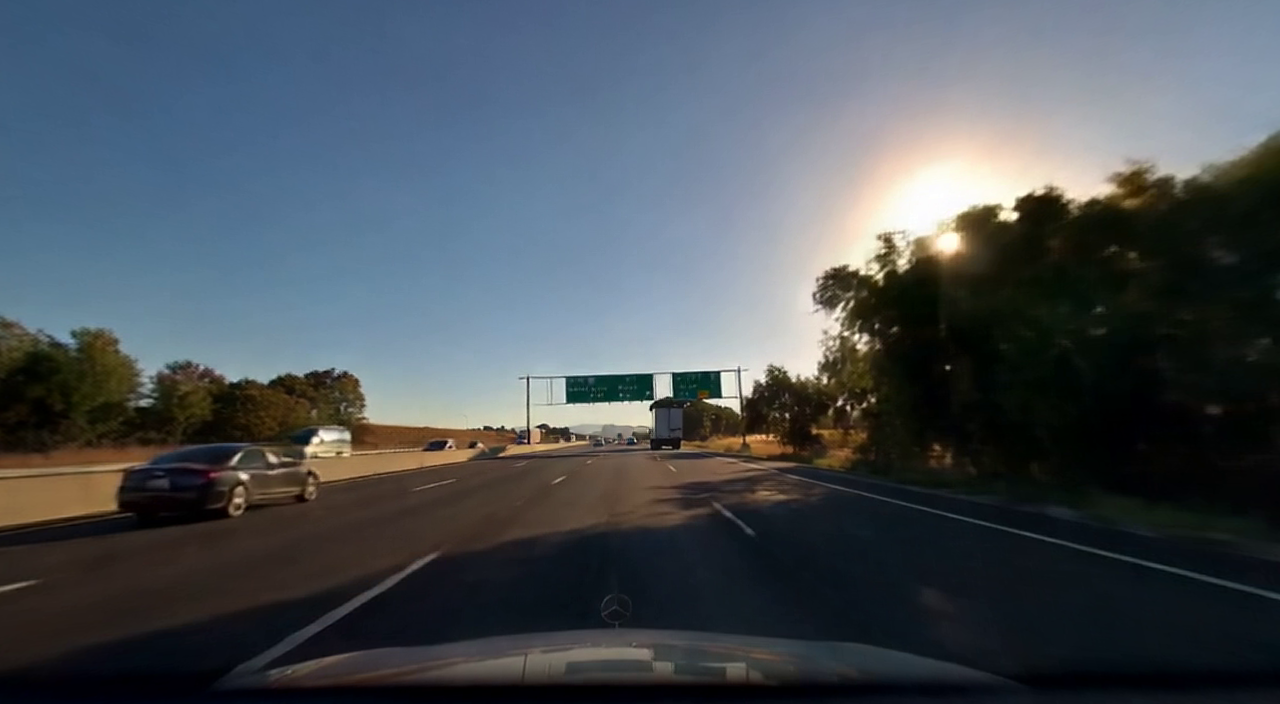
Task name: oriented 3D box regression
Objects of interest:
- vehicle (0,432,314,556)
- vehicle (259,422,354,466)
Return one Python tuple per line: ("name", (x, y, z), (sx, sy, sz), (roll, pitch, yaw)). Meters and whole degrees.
("vehicle", (-7.155, 1.987, 9.732), (2.018, 1.454, 4.290), (0, -8, -1))
("vehicle", (-23.752, 6.579, 45.416), (2.828, 2.928, 7.178), (0, -8, 1))
